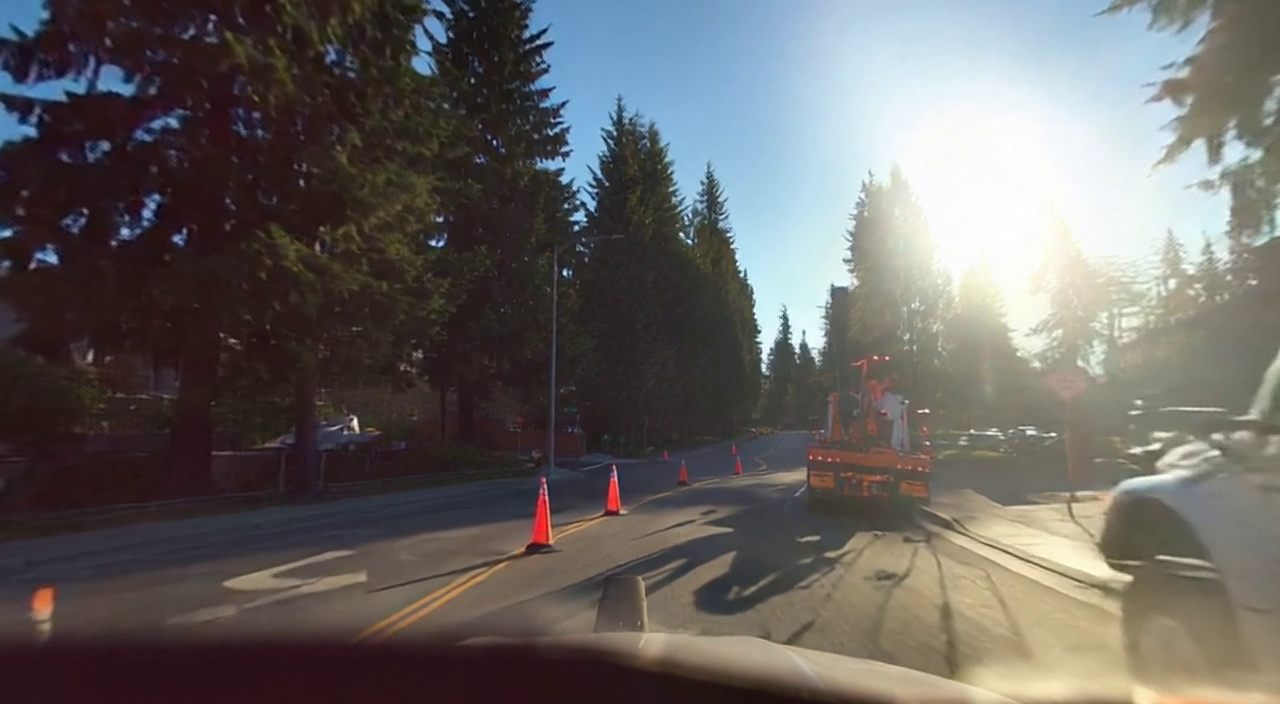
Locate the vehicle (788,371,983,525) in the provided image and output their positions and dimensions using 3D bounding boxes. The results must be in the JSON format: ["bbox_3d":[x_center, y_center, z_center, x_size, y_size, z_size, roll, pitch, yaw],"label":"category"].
[{"bbox_3d":[5.313,2.044,14.451,3.098,2.601,6.758,-3,-7,18],"label":"vehicle"}]

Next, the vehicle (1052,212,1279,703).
[{"bbox_3d":[3.261,0.587,1.955,1.913,2.241,3.024,0,-7,2],"label":"vehicle"}]

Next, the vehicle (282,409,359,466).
[{"bbox_3d":[-14.654,3.918,29.074,2.665,2.465,1.532,4,-7,-13],"label":"vehicle"}]
